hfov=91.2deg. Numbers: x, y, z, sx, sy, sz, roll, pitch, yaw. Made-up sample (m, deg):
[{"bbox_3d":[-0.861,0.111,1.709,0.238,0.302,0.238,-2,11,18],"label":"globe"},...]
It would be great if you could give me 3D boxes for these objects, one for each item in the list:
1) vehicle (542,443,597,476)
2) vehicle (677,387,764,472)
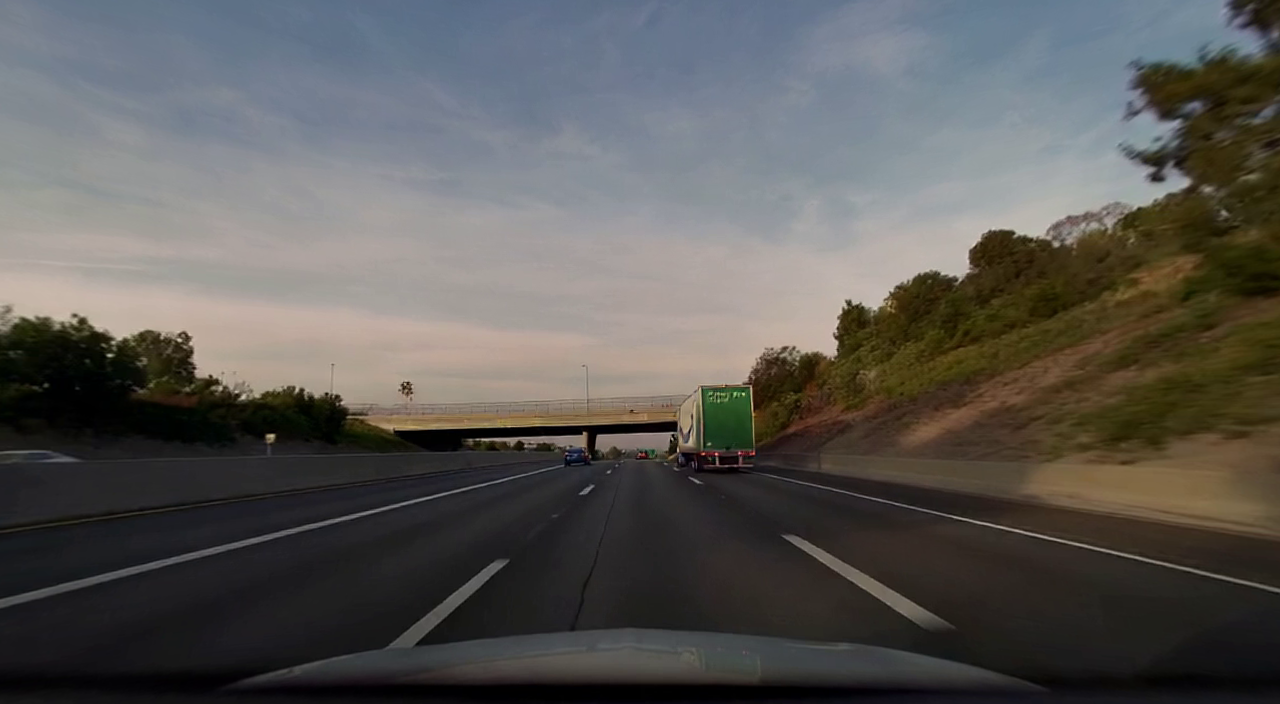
[{"bbox_3d":[-3.528,5.497,32.335,2.200,1.562,4.959,0,-9,1],"label":"vehicle"},{"bbox_3d":[4.362,4.962,38.609,2.928,4.021,17.190,0,-8,-1],"label":"vehicle"}]
